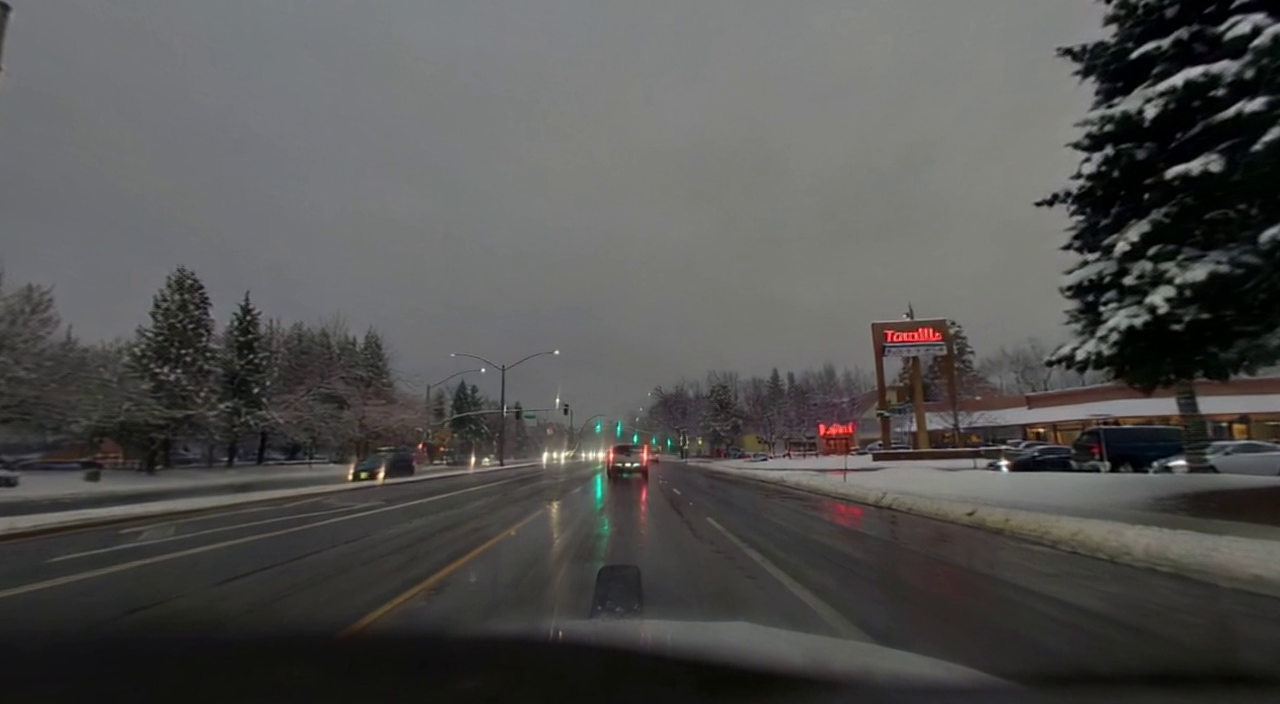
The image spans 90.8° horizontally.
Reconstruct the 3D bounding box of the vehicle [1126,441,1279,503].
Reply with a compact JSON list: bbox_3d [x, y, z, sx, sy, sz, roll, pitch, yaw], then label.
[{"bbox_3d":[16.456,3.290,17.566,4.290,1.617,1.751,0,-9,2],"label":"vehicle"}]

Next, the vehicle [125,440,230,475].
[{"bbox_3d":[-32.787,7.486,45.079,5.508,2.313,2.818,5,-9,-28],"label":"vehicle"}]

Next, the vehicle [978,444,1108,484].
[{"bbox_3d":[16.355,4.585,25.794,4.026,1.463,1.826,-1,-10,-2],"label":"vehicle"}]

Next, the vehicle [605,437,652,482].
[{"bbox_3d":[-0.519,5.074,30.013,2.096,1.961,4.259,0,-9,0],"label":"vehicle"}]
